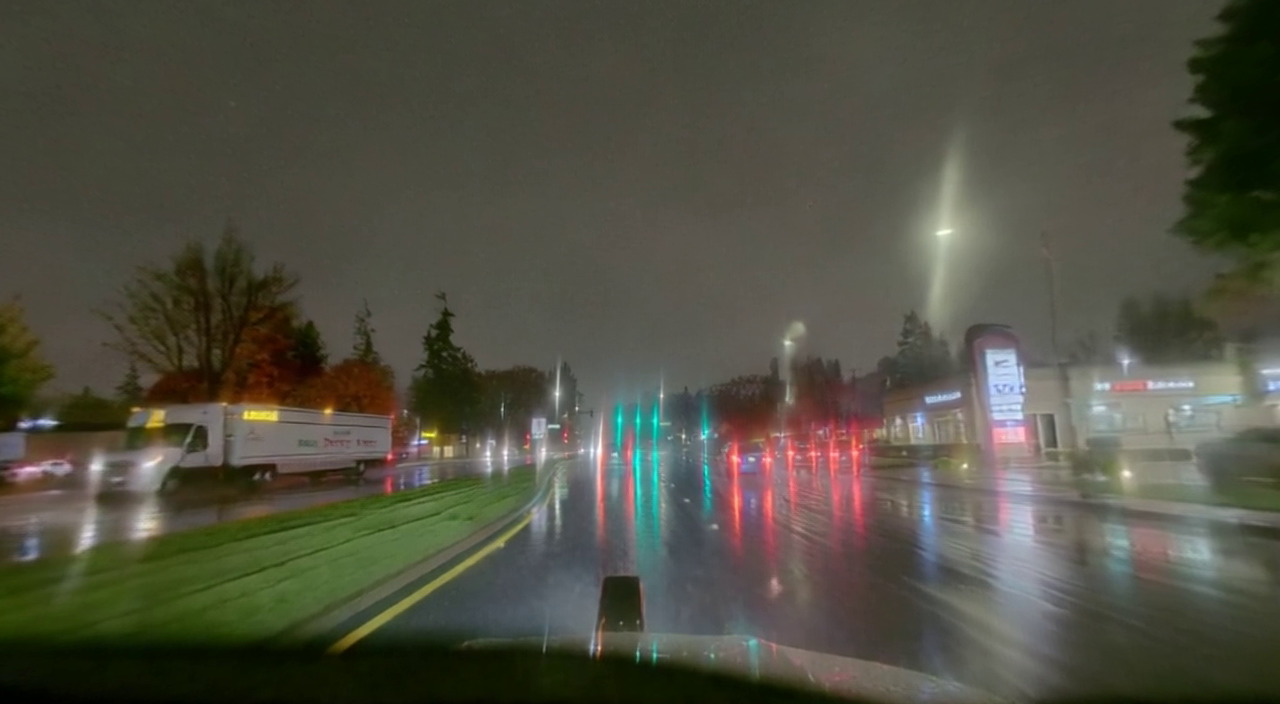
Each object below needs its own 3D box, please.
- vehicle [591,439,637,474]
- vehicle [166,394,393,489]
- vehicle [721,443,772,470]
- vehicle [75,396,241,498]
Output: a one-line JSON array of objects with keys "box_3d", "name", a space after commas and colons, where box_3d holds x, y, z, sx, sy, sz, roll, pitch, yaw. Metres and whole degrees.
[{"box_3d": [-1.319, 5.062, 30.744, 2.072, 1.545, 4.578, 0, -8, -4], "name": "vehicle"}, {"box_3d": [-19.348, 5.215, 36.537, 3.133, 4.167, 16.699, -1, -8, 1], "name": "vehicle"}, {"box_3d": [6.299, 6.224, 37.909, 2.075, 1.475, 4.571, 0, -8, -3], "name": "vehicle"}, {"box_3d": [-19.493, 3.856, 25.951, 2.986, 3.786, 4.453, 0, -8, 1], "name": "vehicle"}]
